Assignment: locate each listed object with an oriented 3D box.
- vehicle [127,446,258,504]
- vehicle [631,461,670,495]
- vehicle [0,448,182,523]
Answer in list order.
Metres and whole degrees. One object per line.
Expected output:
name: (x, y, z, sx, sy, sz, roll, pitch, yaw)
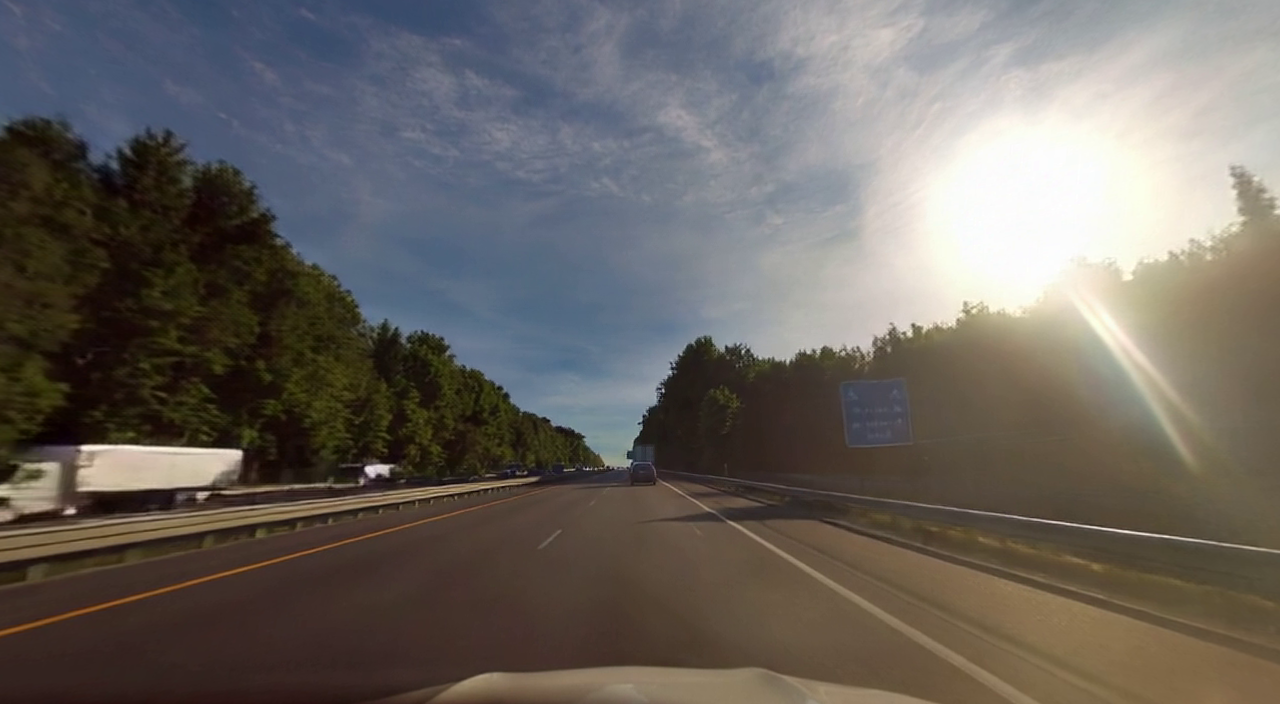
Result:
vehicle: (-16.433, 4.557, 23.401, 2.019, 1.928, 3.657, 0, -10, 1)
vehicle: (0.553, 6.914, 34.760, 2.048, 1.663, 4.377, 1, -10, 0)
vehicle: (-16.350, 3.762, 18.181, 2.028, 1.777, 5.635, 1, -10, 0)
